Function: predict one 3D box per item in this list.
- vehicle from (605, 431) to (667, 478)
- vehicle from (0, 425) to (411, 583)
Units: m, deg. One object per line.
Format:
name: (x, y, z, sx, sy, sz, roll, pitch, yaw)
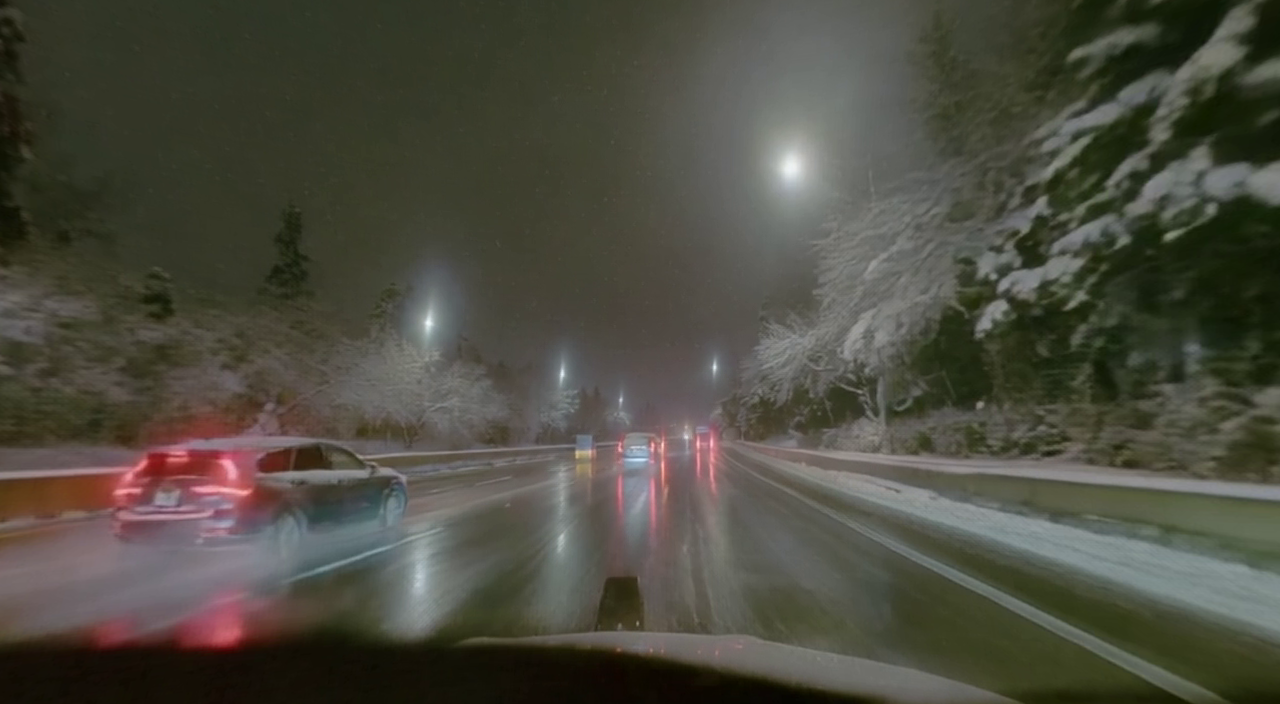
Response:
vehicle: (-0.030, 4.025, 25.134, 2.082, 1.638, 4.644, 0, -8, 4)
vehicle: (-5.084, 1.789, 8.451, 1.981, 1.460, 4.792, 0, -8, 4)
